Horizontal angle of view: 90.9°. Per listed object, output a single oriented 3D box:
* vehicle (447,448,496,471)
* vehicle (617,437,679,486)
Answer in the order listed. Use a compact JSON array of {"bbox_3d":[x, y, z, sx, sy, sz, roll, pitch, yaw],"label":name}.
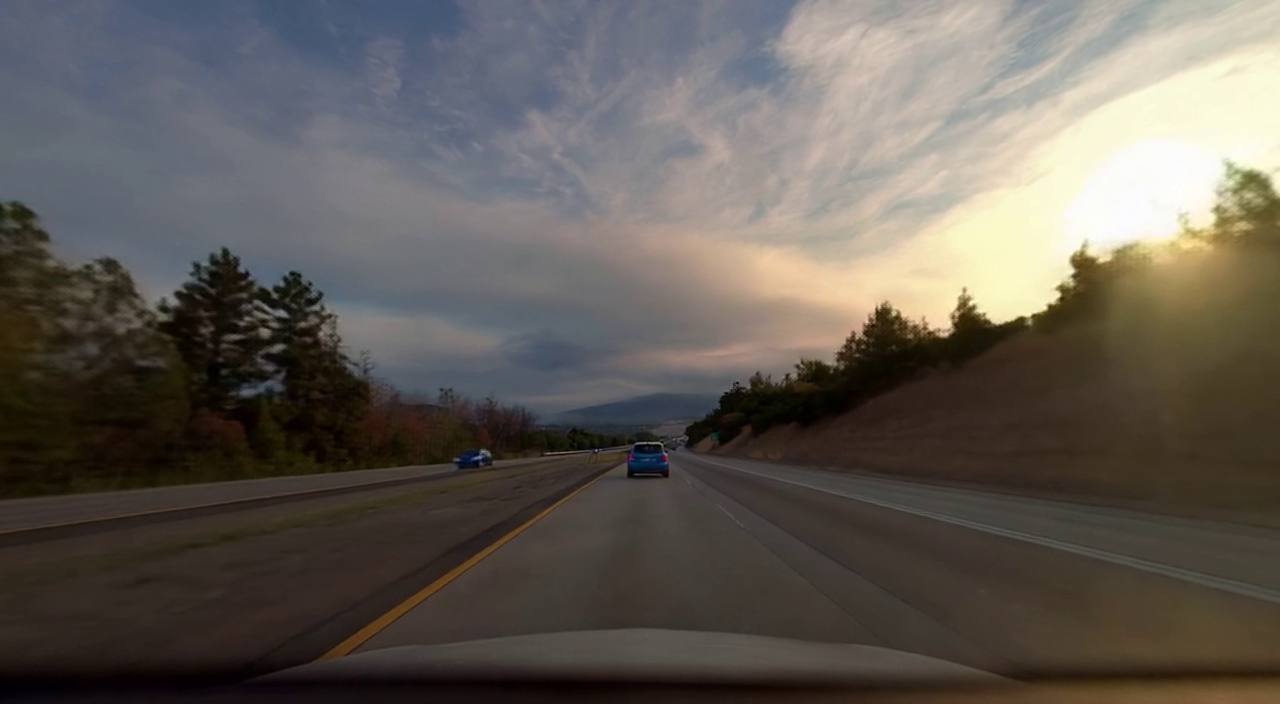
[{"bbox_3d":[-11.811,7.557,44.469,2.009,1.446,4.694,-1,-9,2],"label":"vehicle"},{"bbox_3d":[0.284,4.182,24.279,2.190,1.706,4.062,0,-9,0],"label":"vehicle"}]
